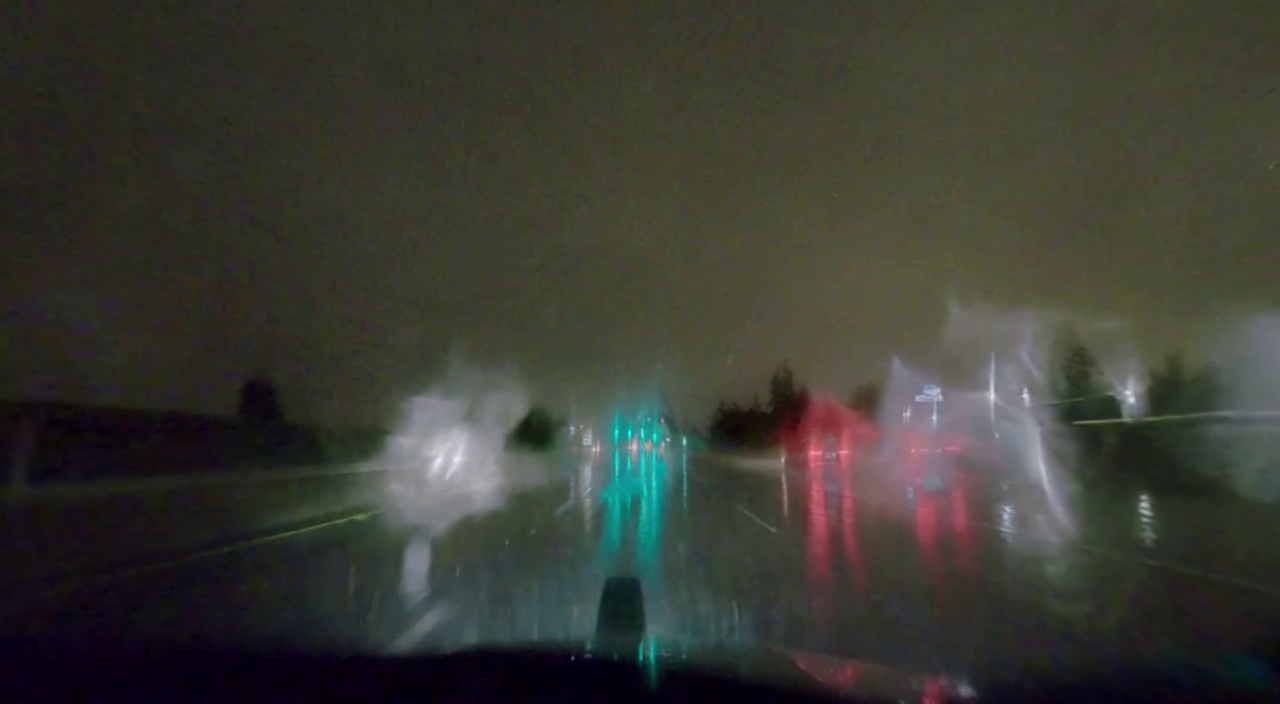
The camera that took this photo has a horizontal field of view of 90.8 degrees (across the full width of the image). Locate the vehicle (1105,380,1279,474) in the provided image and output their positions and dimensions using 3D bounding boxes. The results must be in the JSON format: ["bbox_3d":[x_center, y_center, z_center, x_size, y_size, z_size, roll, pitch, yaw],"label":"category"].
[{"bbox_3d":[30.133,3.886,32.068,2.914,4.132,13.954,-3,-8,3],"label":"vehicle"}]
